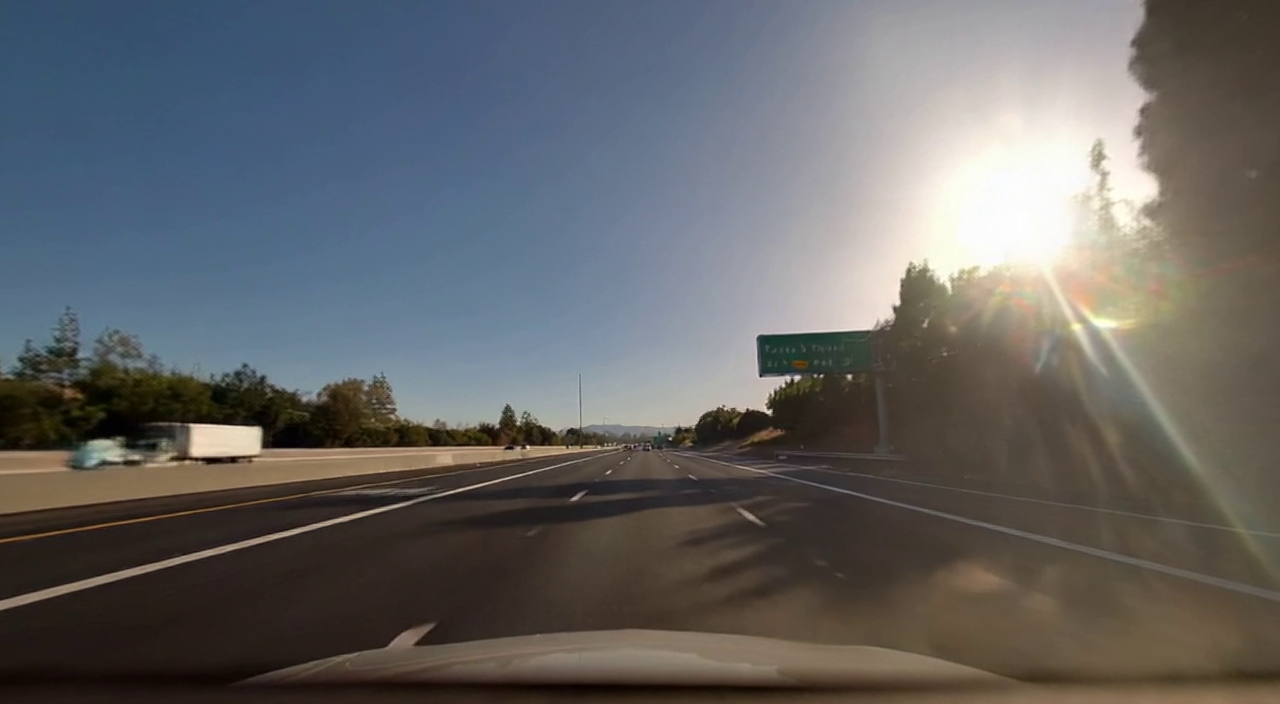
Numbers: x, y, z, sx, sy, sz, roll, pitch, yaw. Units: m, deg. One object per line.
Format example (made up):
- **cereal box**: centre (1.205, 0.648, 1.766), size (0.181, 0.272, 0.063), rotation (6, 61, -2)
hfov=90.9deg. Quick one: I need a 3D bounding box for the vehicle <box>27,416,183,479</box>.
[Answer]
- **vehicle**: centre (-35.661, 6.422, 42.674), size (3.032, 3.792, 8.384), rotation (0, -8, 0)
